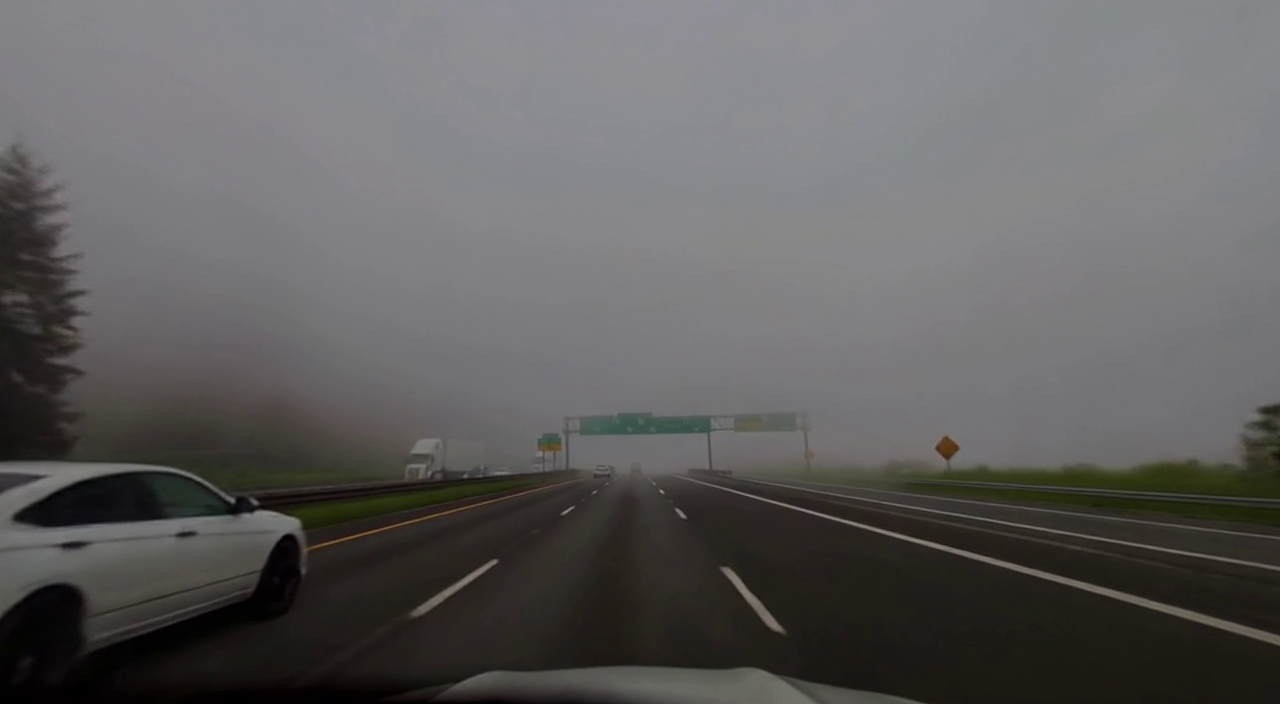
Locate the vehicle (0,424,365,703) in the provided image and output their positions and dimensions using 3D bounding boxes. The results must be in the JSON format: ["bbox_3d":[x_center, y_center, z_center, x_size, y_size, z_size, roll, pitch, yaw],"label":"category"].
[{"bbox_3d":[-3.740,1.245,3.933,1.998,1.427,4.462,1,-10,0],"label":"vehicle"}]
